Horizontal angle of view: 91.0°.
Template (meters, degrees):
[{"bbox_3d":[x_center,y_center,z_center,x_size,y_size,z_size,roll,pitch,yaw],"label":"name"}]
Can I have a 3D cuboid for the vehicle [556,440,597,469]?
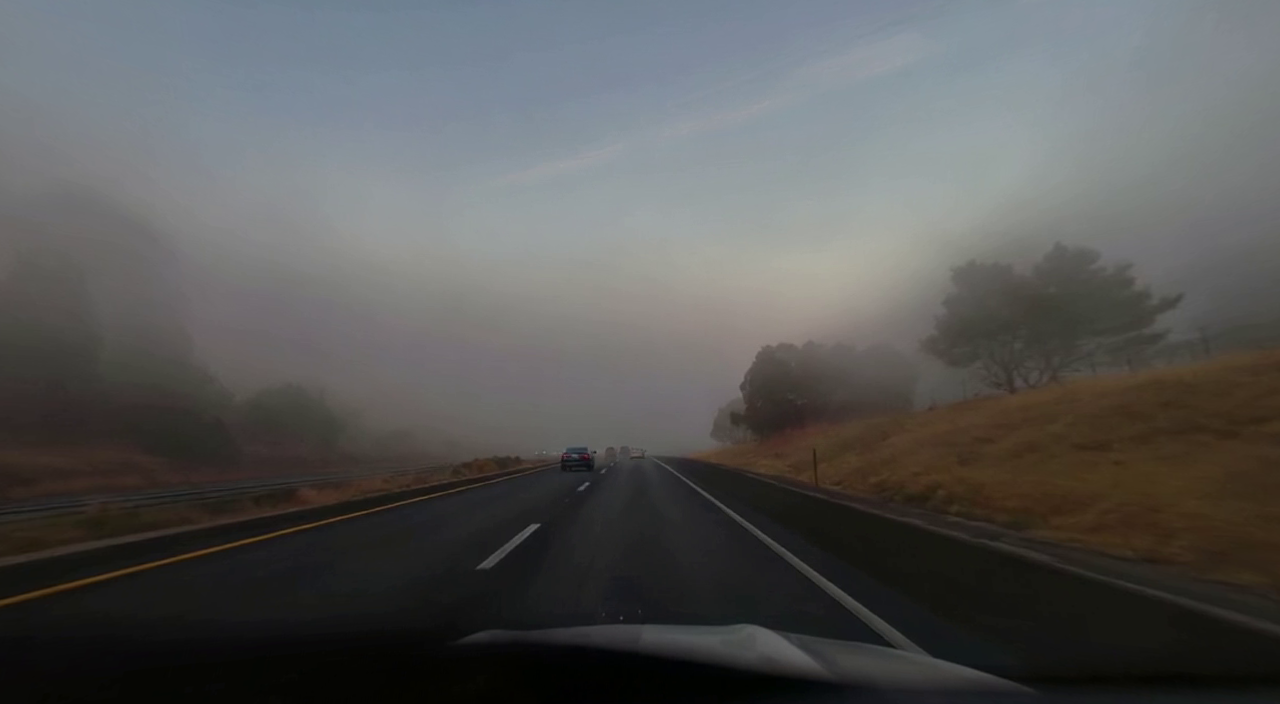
[{"bbox_3d":[-3.973,6.539,40.257,2.132,1.701,4.303,0,-9,0],"label":"vehicle"}]
